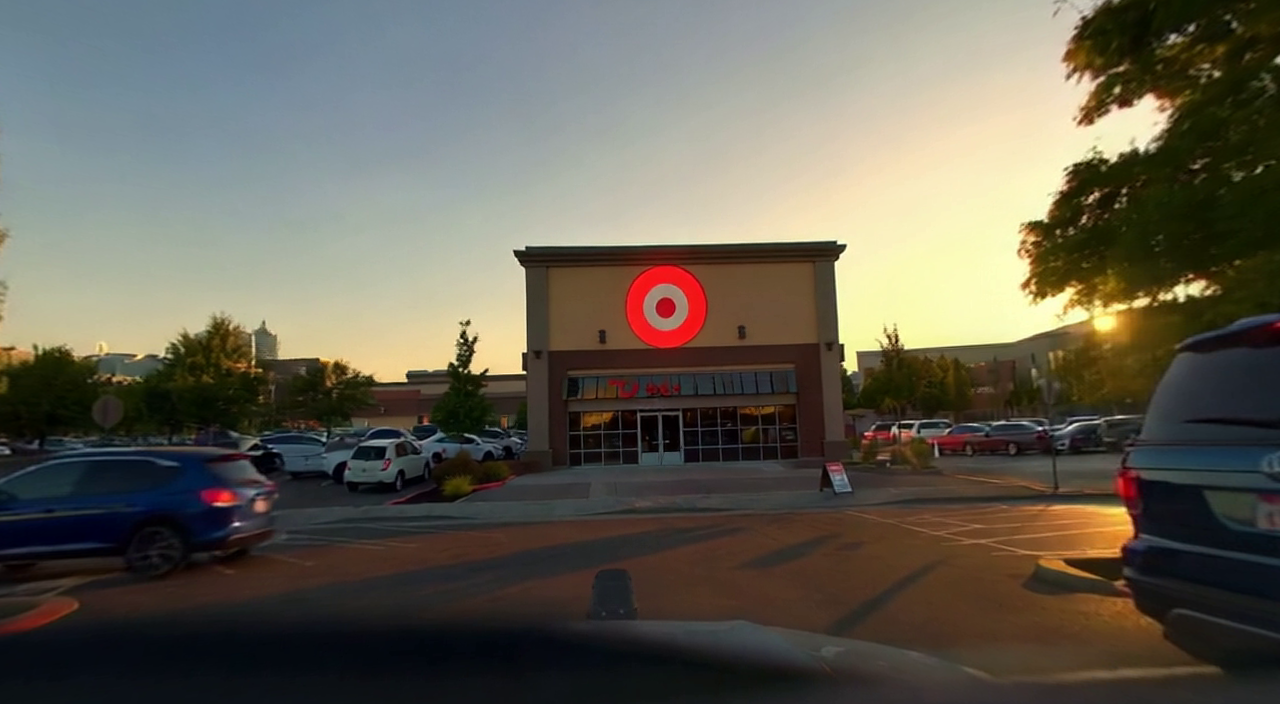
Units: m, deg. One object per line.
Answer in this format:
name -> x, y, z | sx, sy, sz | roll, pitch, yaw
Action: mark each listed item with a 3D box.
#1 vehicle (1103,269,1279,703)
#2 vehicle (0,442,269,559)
vehicle -> 4.991, 0.606, 2.246 | 4.864, 1.916, 2.413 | 1, -9, -5
vehicle -> -9.637, 2.482, 10.973 | 4.957, 1.788, 2.092 | 1, -9, -9
